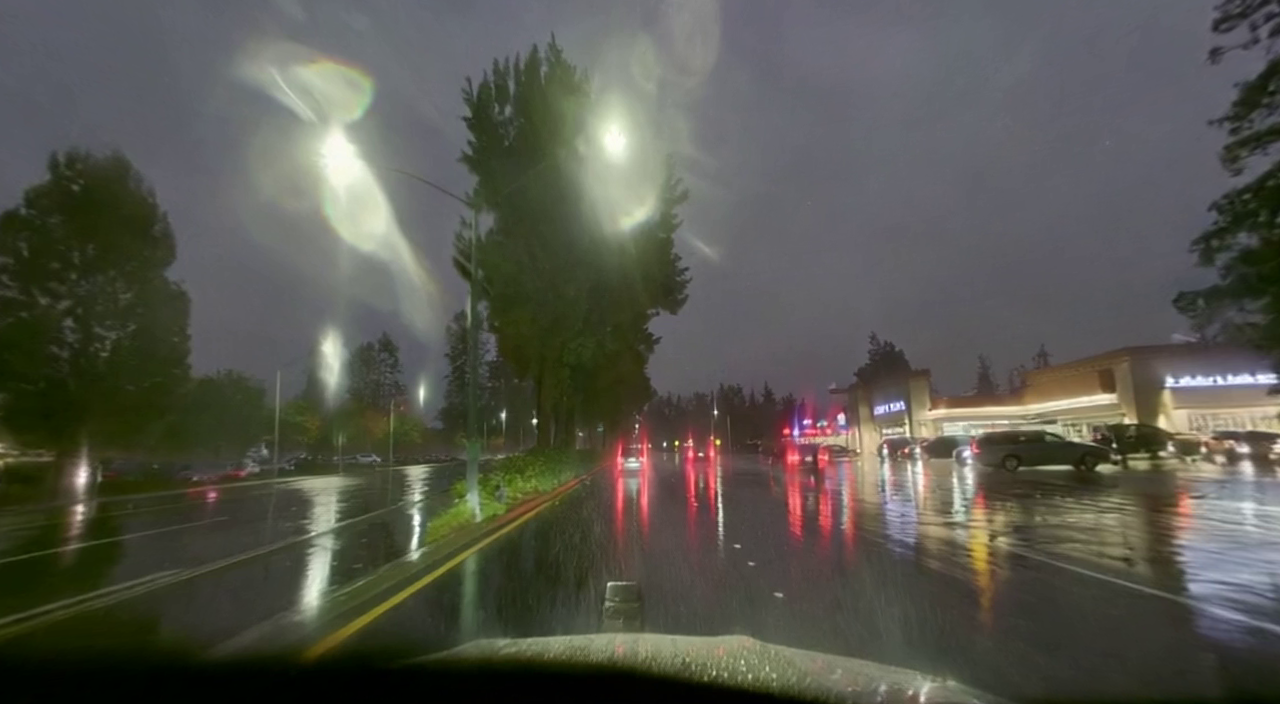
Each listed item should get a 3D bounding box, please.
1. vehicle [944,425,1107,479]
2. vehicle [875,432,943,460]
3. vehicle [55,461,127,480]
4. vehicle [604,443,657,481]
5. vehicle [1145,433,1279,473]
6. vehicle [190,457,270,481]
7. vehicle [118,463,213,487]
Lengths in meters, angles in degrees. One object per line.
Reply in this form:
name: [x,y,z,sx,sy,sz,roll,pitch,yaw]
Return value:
vehicle: [16.400,4.300,27.629,2.454,1.973,7.124,-1,-8,-1]
vehicle: [20.592,7.222,48.750,2.356,2.005,6.308,0,-8,-1]
vehicle: [-43.264,9.351,49.813,3.918,1.350,1.804,0,-8,-2]
vehicle: [-0.392,4.723,27.435,2.126,1.475,3.967,0,-8,0]
vehicle: [23.591,4.101,25.914,2.006,1.455,4.301,-1,-8,-2]
vehicle: [-29.806,8.517,46.006,4.360,1.606,1.978,1,-9,-5]
vehicle: [-30.578,7.914,40.819,4.497,1.450,2.010,0,-9,-1]
